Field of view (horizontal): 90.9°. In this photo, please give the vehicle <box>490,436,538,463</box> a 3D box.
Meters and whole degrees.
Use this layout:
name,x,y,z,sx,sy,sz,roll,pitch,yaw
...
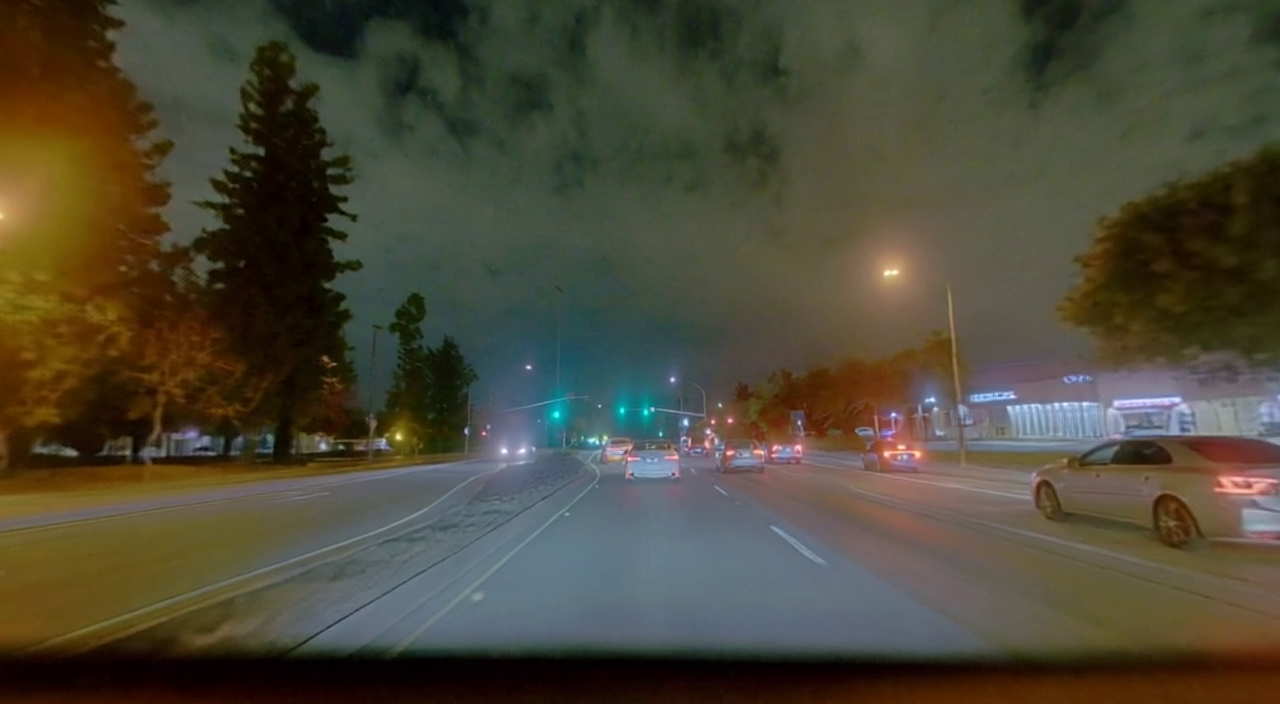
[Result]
name,x,y,z,sx,sy,sz,roll,pitch,yaw
vehicle,-8.160,6.356,41.266,2.044,1.610,4.463,-1,-8,3

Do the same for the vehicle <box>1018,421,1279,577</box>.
name,x,y,z,sx,sy,sz,roll,pitch,yaw
vehicle,7.233,1.746,8.249,1.892,1.515,4.400,0,-8,1

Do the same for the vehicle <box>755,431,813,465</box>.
name,x,y,z,sx,sy,sz,roll,pitch,yaw
vehicle,7.644,5.136,33.874,2.044,1.701,4.397,0,-8,0

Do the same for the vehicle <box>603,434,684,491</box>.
name,x,y,z,sx,sy,sz,roll,pitch,yaw
vehicle,0.140,3.163,18.387,2.096,1.473,3.893,0,-8,2

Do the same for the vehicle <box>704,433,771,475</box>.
name,x,y,z,sx,sy,sz,roll,pitch,yaw
vehicle,3.787,4.050,25.202,1.988,1.528,4.144,0,-8,0
